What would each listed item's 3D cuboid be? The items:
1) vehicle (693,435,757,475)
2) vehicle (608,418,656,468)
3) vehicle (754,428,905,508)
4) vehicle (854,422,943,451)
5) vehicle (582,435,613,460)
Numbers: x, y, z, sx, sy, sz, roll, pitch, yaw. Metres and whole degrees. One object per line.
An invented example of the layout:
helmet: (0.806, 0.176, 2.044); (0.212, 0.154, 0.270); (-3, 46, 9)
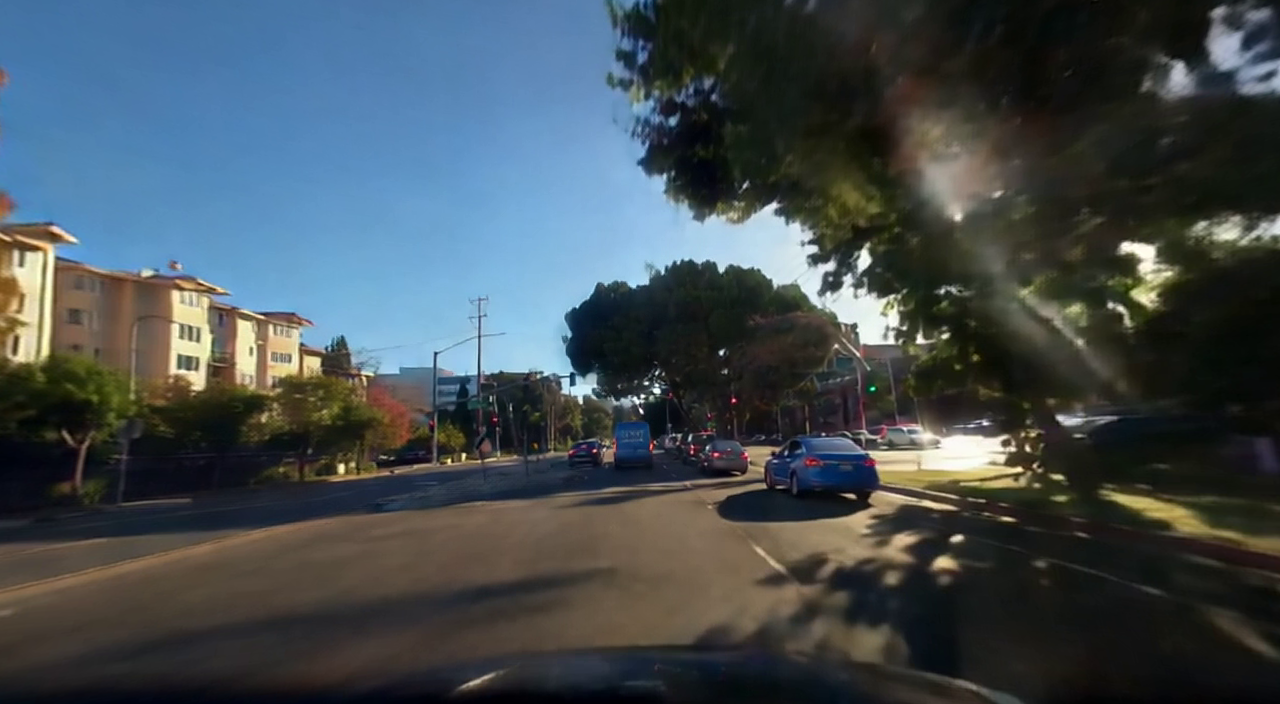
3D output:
vehicle: (3.412, 4.225, 26.084); (1.951, 1.483, 4.582); (0, -8, -1)
vehicle: (-0.388, 4.960, 34.376); (2.422, 2.488, 4.992); (0, -8, 0)
vehicle: (4.100, 2.601, 14.665); (1.967, 1.506, 4.968); (0, -8, 0)
vehicle: (16.572, 5.447, 40.602); (4.842, 1.792, 1.963); (0, -8, 0)
vehicle: (-3.209, 7.295, 48.133); (2.203, 1.786, 4.249); (0, -8, -2)
